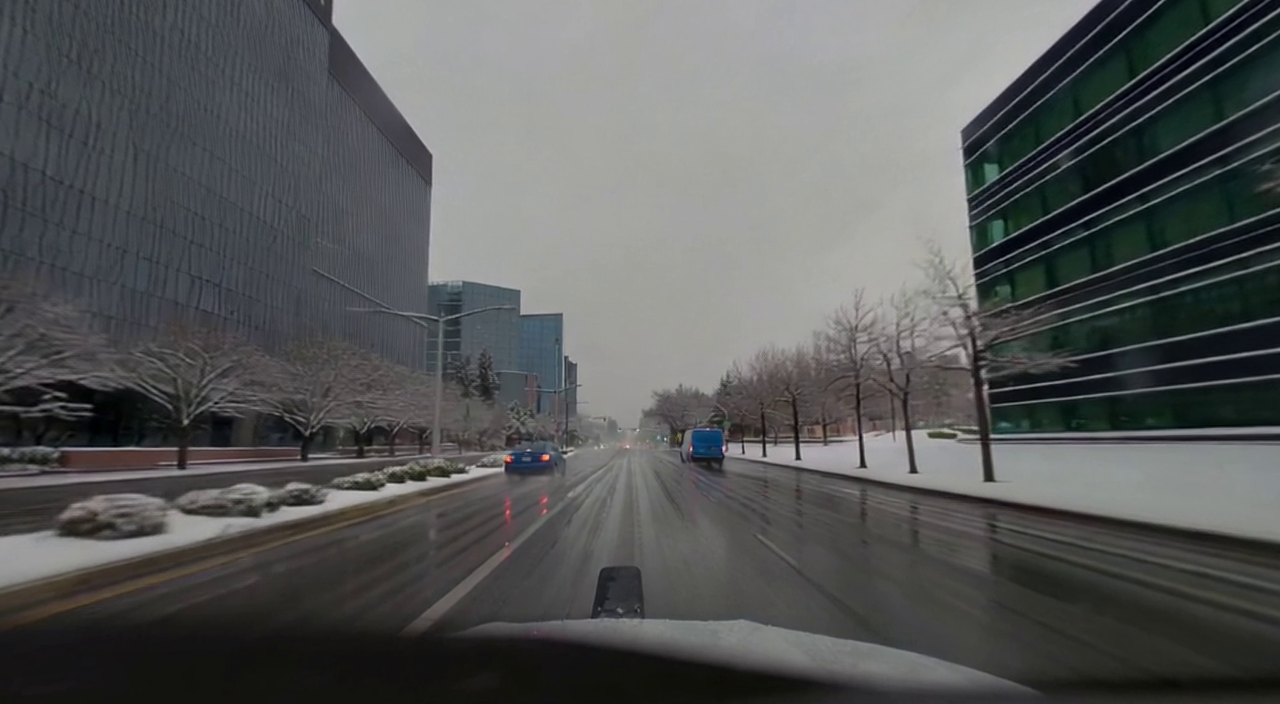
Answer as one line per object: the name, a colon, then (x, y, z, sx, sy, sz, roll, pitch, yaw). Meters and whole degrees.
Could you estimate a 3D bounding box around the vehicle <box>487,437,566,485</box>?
vehicle: (-3.719, 3.635, 21.325, 1.864, 1.464, 4.195, 0, -8, 0)

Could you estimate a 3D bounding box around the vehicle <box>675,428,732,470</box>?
vehicle: (3.089, 4.895, 31.847, 2.200, 1.914, 5.145, 0, -8, -1)
